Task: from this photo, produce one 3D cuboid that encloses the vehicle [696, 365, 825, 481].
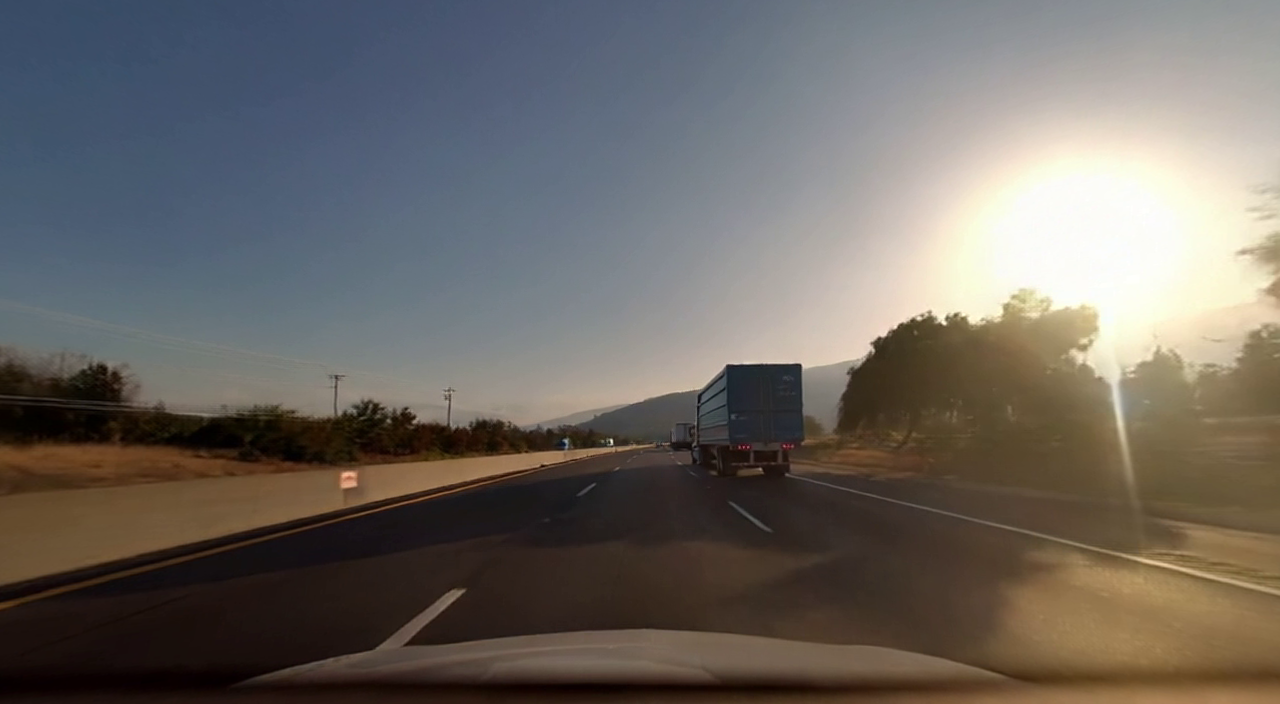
[{"bbox_3d":[4.793,3.507,28.862,3.485,3.975,14.489,0,-8,2],"label":"vehicle"}]
